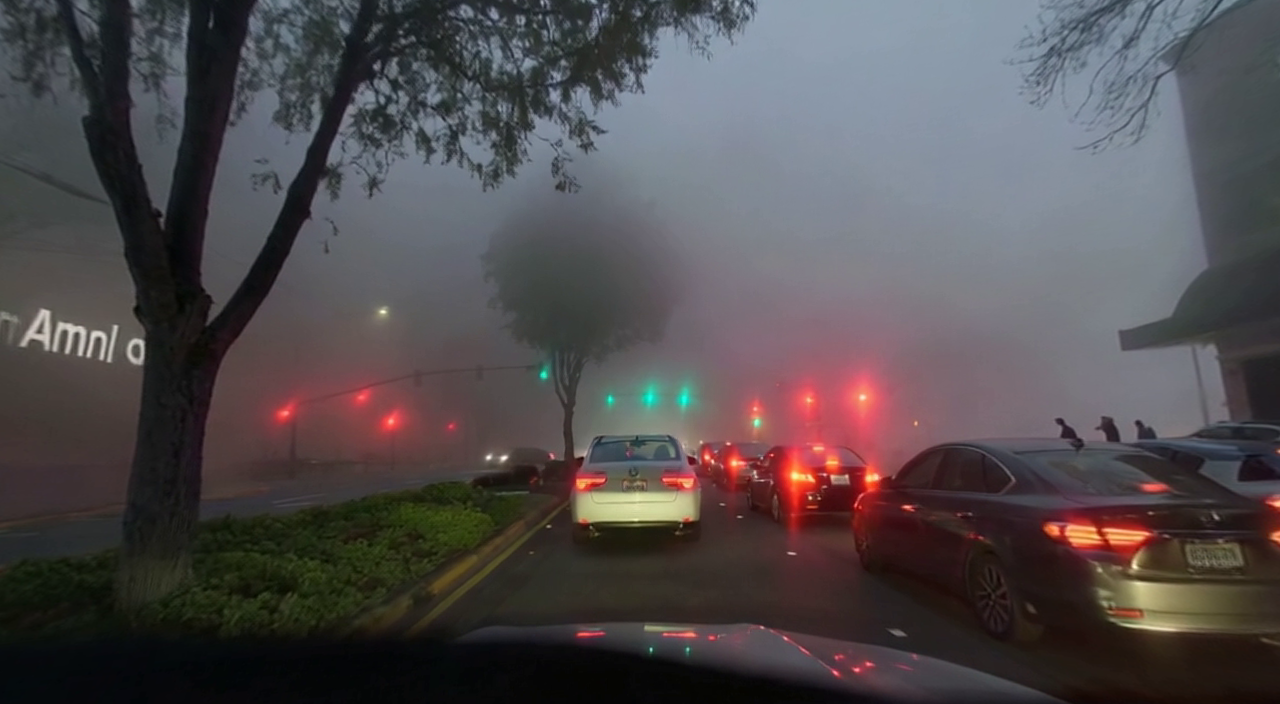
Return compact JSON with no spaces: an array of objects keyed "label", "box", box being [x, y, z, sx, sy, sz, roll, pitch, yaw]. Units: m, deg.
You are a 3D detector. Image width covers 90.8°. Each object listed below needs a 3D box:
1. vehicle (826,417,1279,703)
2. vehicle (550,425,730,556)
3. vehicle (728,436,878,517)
[{"label":"vehicle","box":[3.241,1.383,5.324,1.912,1.454,4.537,0,-9,-1]},{"label":"vehicle","box":[-0.030,1.936,9.498,2.118,1.512,4.013,0,-9,-1]},{"label":"vehicle","box":[3.338,2.644,13.967,1.996,1.469,4.495,0,-9,-2]}]
